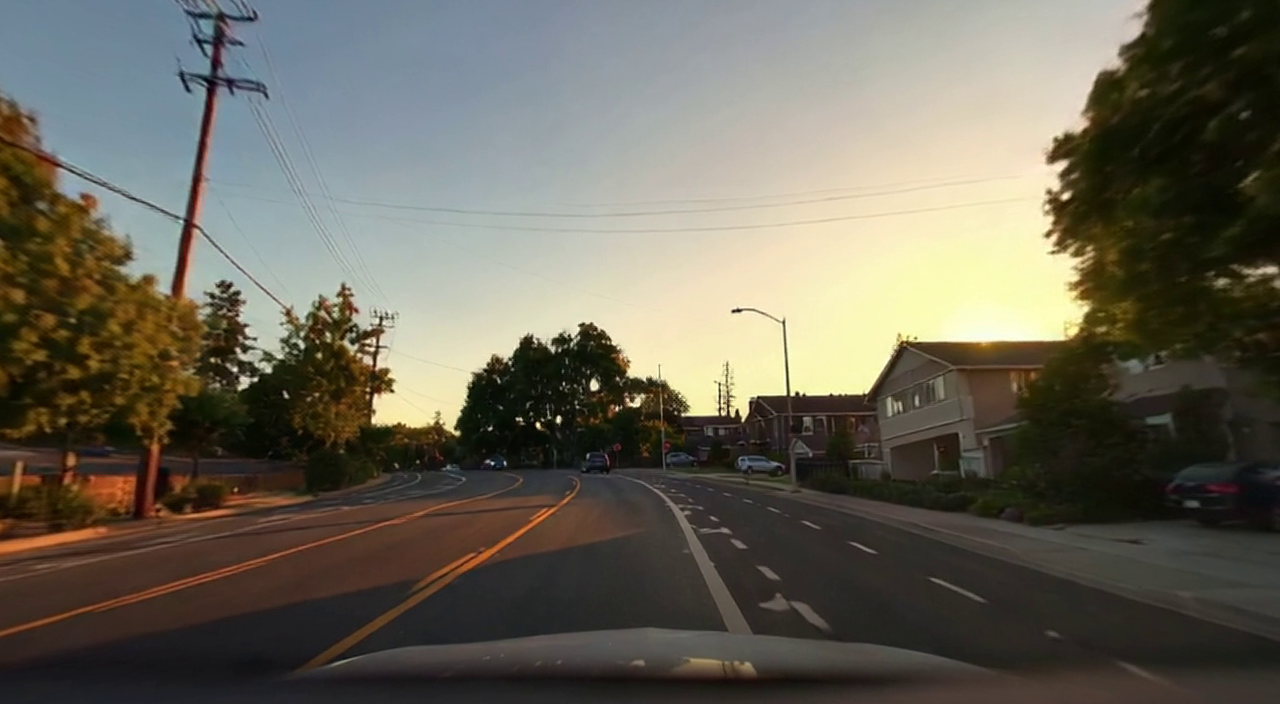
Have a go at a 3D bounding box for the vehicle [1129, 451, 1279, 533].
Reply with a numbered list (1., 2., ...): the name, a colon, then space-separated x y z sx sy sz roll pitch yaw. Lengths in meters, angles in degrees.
1. vehicle: 12.209 2.672 12.201 3.959 1.382 1.906 1 -13 -7

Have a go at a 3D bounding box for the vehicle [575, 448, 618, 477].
1. vehicle: -3.116 7.694 44.228 2.284 1.741 4.702 4 -8 -11

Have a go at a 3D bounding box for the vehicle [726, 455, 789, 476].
1. vehicle: 9.146 8.815 49.093 4.383 1.508 1.884 1 -8 -10
